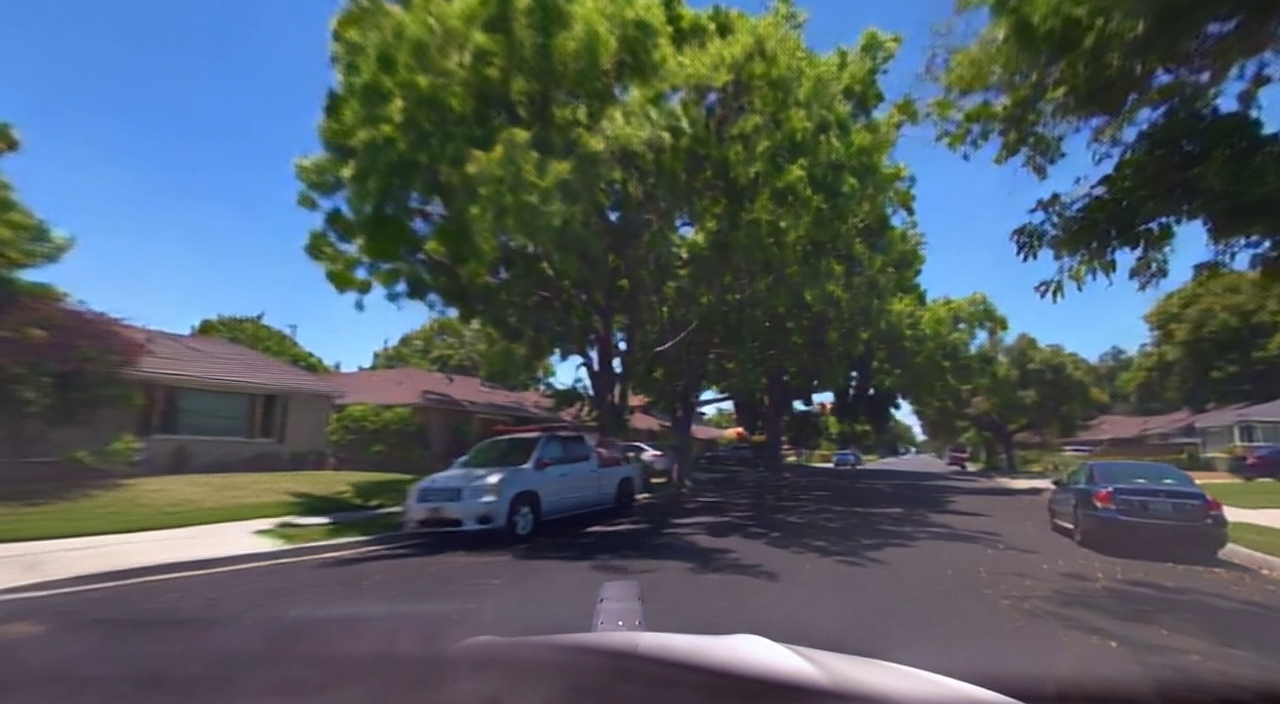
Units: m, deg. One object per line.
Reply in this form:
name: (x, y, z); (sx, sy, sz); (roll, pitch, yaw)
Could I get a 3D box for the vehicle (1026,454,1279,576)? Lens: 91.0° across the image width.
vehicle: (7.902, 2.424, 10.320); (1.959, 1.431, 4.647); (-4, -10, 23)

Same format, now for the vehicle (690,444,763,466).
vehicle: (6.362, 7.581, 46.348); (4.977, 1.558, 2.079); (-4, -10, 25)

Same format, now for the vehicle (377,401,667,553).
vehicle: (-1.689, 2.236, 11.970); (2.337, 2.084, 6.088); (-4, -10, 23)
